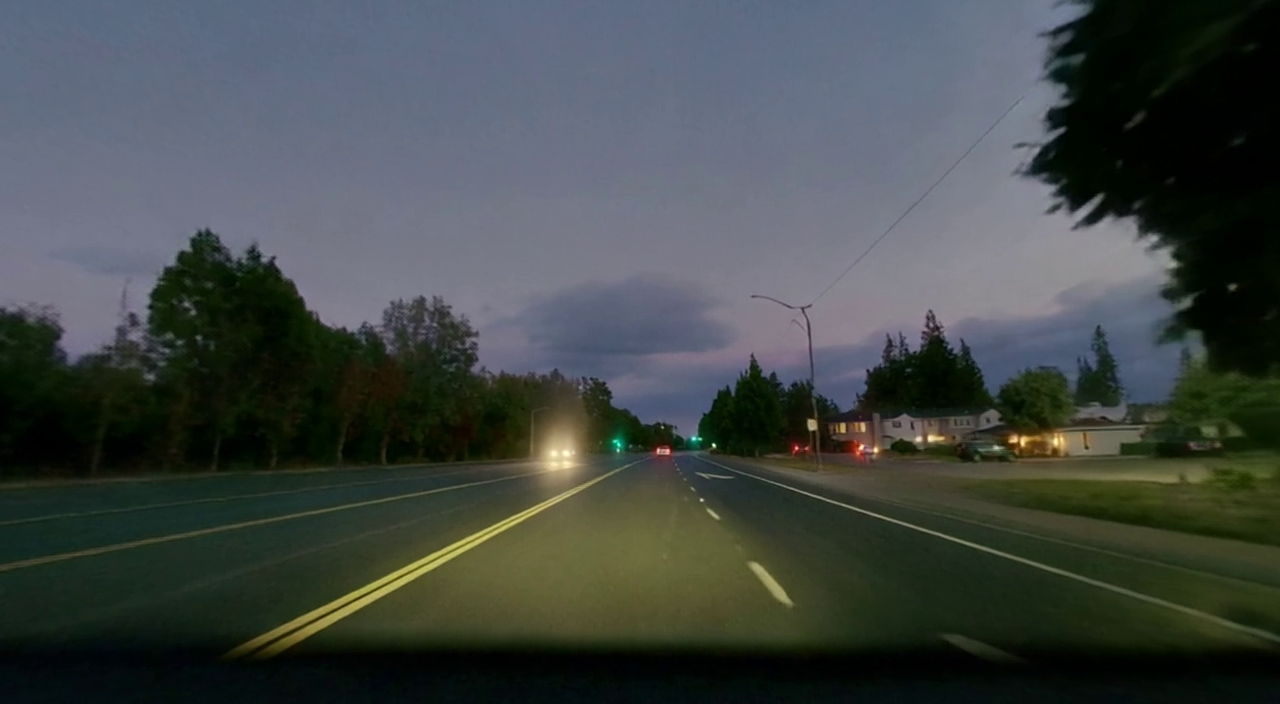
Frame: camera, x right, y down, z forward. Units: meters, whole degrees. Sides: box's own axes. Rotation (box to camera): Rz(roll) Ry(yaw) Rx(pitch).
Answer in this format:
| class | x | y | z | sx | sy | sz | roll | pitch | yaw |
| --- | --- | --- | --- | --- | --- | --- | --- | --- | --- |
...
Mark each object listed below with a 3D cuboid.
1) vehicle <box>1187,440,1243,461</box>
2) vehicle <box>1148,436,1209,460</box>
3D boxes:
| class | x | y | z | sx | sy | sz | roll | pitch | yaw |
| --- | --- | --- | --- | --- | --- | --- | --- | --- | --- |
| vehicle | 42.576 | 7.276 | 46.741 | 4.028 | 1.539 | 1.815 | 5 | -10 | -31 |
| vehicle | 42.269 | 7.553 | 49.571 | 4.494 | 1.782 | 2.212 | 5 | -10 | -32 |
